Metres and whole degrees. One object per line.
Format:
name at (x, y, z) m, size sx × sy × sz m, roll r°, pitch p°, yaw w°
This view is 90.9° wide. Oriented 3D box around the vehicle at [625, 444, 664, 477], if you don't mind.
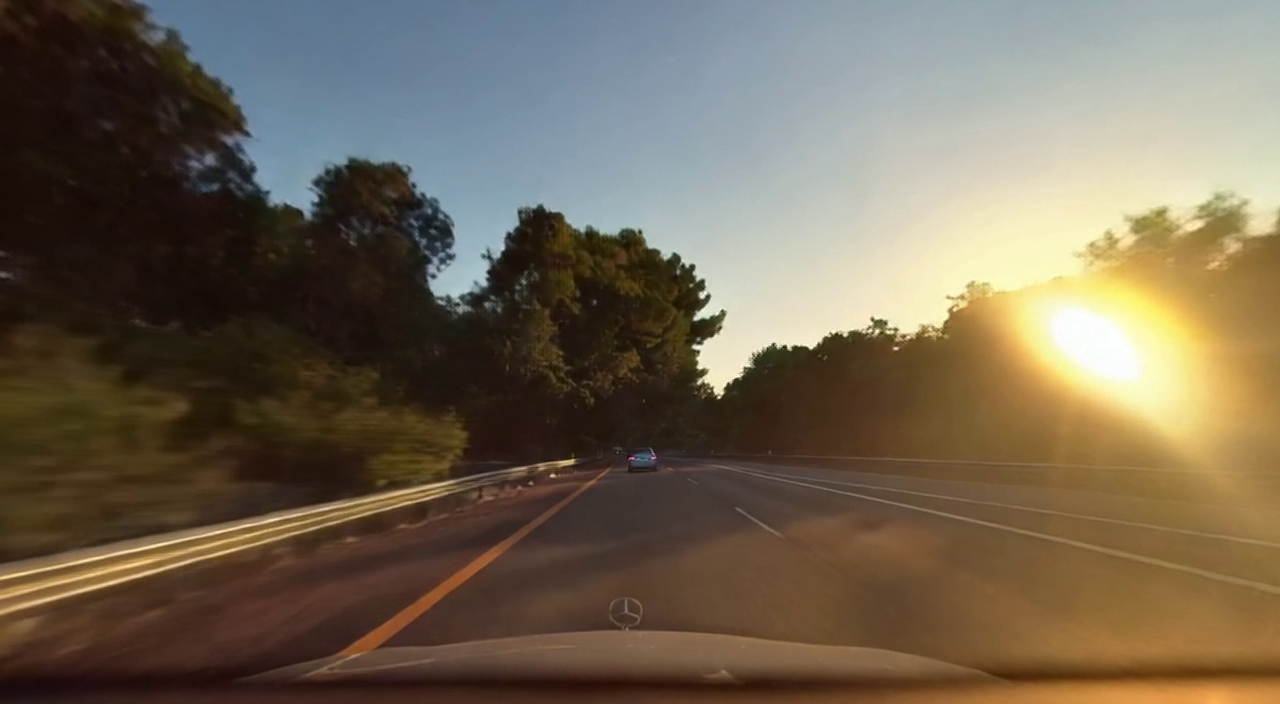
vehicle at (0.216, 5.774, 33.661) m, size 1.987 × 1.658 × 3.620 m, roll 0°, pitch -9°, yaw -1°
